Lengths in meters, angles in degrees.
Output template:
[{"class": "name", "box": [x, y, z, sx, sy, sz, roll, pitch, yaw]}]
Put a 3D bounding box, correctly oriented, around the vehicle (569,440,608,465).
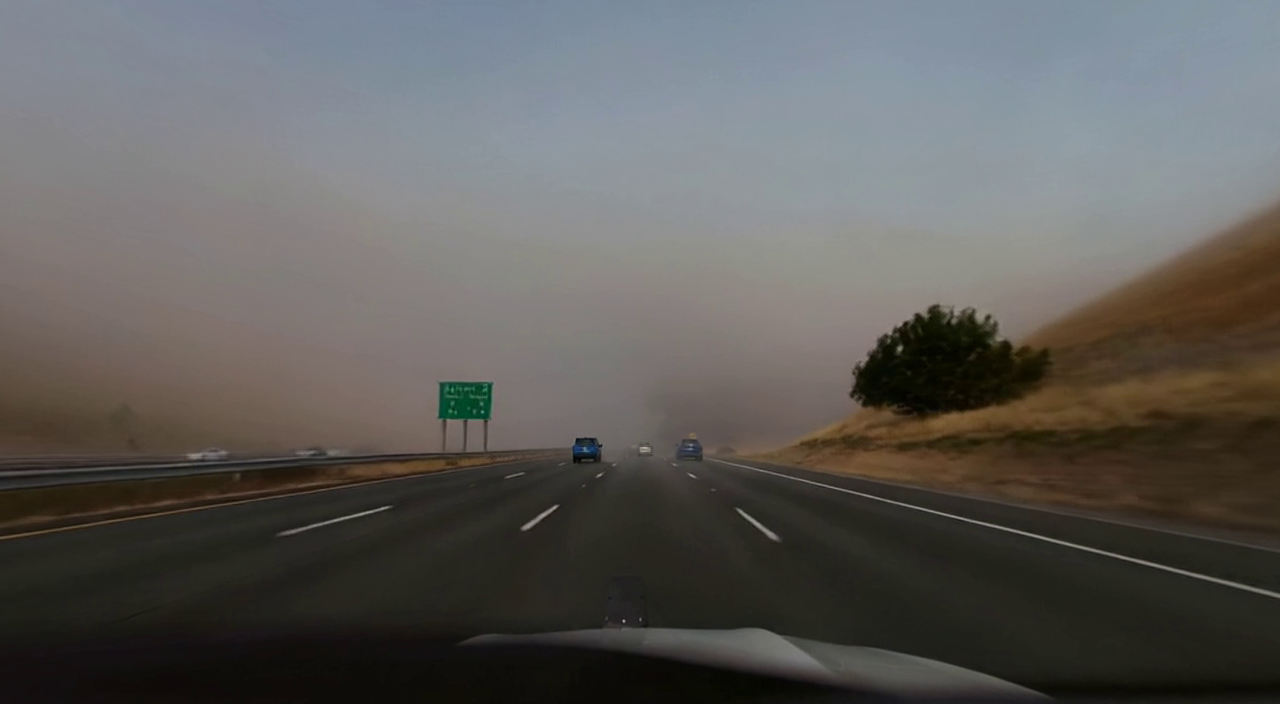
[{"class": "vehicle", "box": [-3.381, 6.690, 42.032, 2.159, 1.562, 4.441, 0, -8, 1]}]
